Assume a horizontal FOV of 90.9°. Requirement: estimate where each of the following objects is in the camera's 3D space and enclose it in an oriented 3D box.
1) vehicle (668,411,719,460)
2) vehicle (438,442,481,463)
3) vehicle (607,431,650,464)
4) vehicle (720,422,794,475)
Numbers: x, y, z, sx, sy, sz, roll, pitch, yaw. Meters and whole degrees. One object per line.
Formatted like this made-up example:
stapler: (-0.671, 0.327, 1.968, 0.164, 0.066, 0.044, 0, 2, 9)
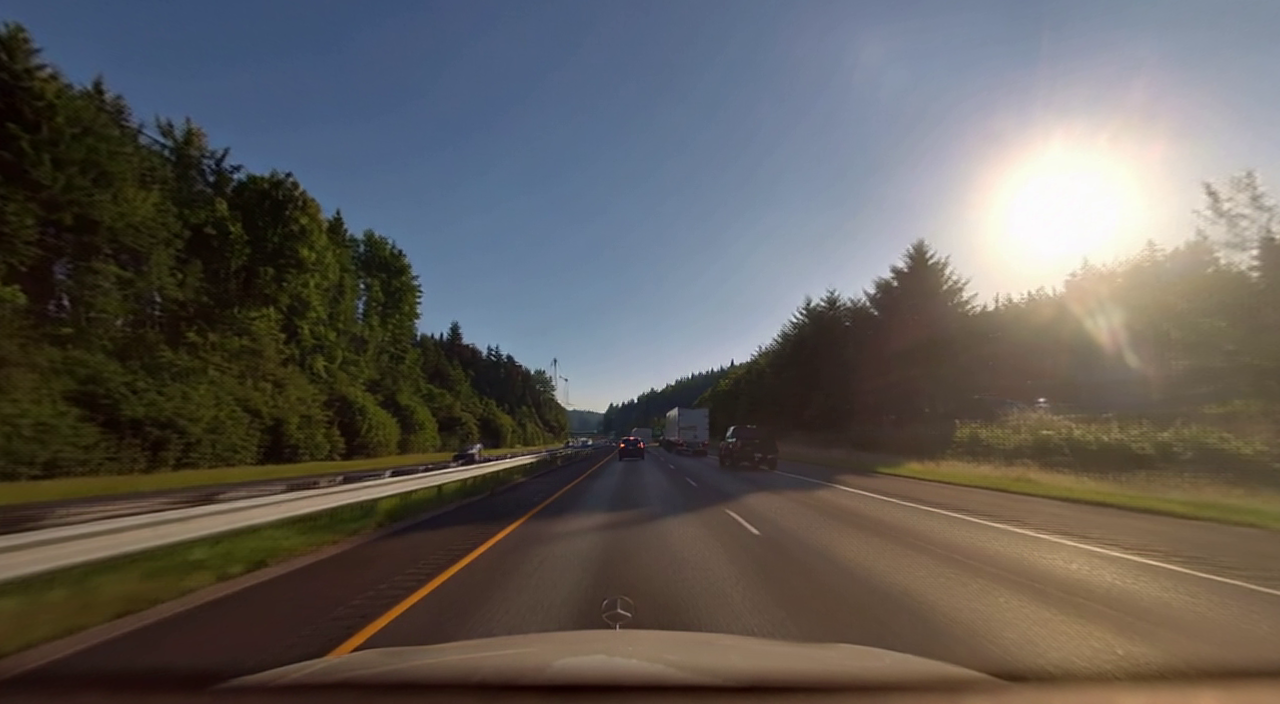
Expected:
vehicle: (3.507, 5.698, 43.124, 2.728, 3.053, 7.708, 0, -8, 0)
vehicle: (-14.157, 7.888, 49.629, 2.107, 1.498, 4.226, 0, -8, 1)
vehicle: (-0.616, 5.174, 34.553, 2.206, 1.681, 4.111, 0, -8, -1)
vehicle: (4.511, 3.772, 25.004, 2.073, 1.905, 4.023, 0, -8, -1)
